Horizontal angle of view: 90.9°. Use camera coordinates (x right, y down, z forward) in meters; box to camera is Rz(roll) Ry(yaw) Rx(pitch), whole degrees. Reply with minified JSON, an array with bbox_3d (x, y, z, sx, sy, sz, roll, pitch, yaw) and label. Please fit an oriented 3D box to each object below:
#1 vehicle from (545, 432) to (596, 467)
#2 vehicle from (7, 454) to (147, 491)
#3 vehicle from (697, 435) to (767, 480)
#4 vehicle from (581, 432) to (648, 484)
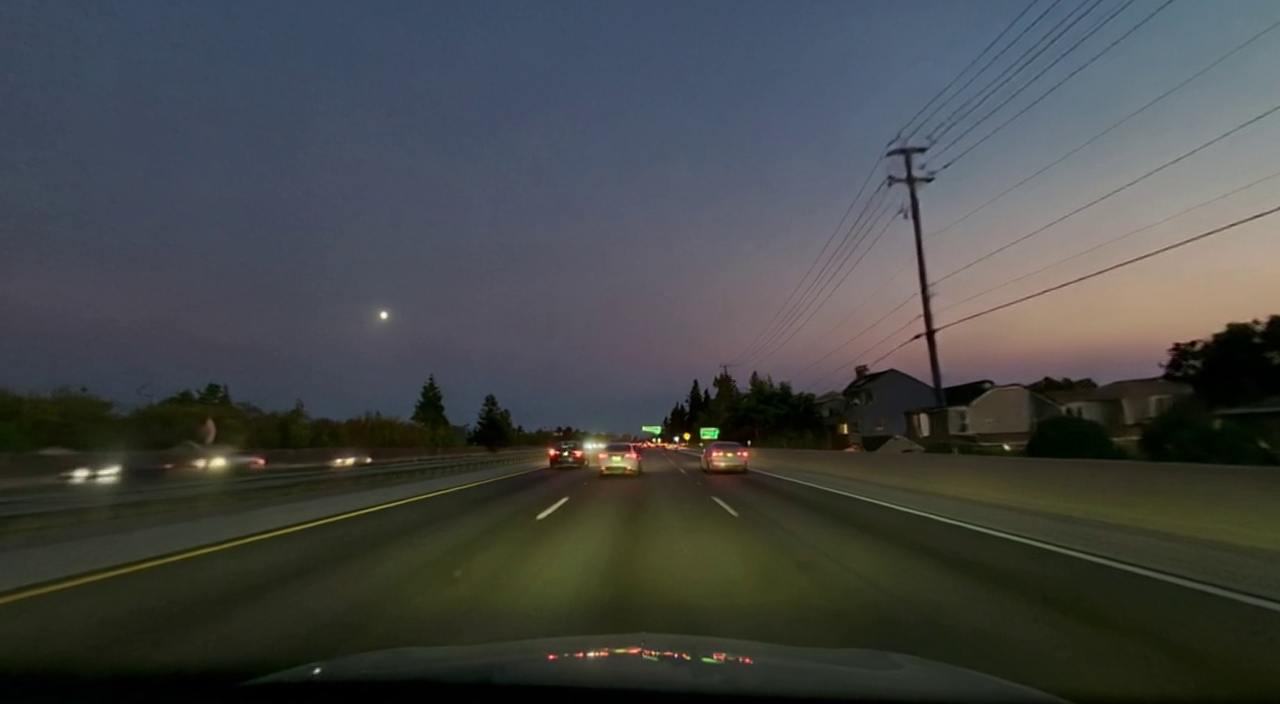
[{"bbox_3d":[-3.755,5.359,34.762,2.217,1.773,4.553,0,-8,1],"label":"vehicle"},{"bbox_3d":[-31.573,6.737,35.713,2.243,1.760,6.078,0,-8,1],"label":"vehicle"},{"bbox_3d":[3.385,3.960,23.931,1.996,1.579,3.841,0,-8,-1],"label":"vehicle"},{"bbox_3d":[-0.780,3.636,21.939,2.049,1.620,4.153,0,-8,1],"label":"vehicle"}]
